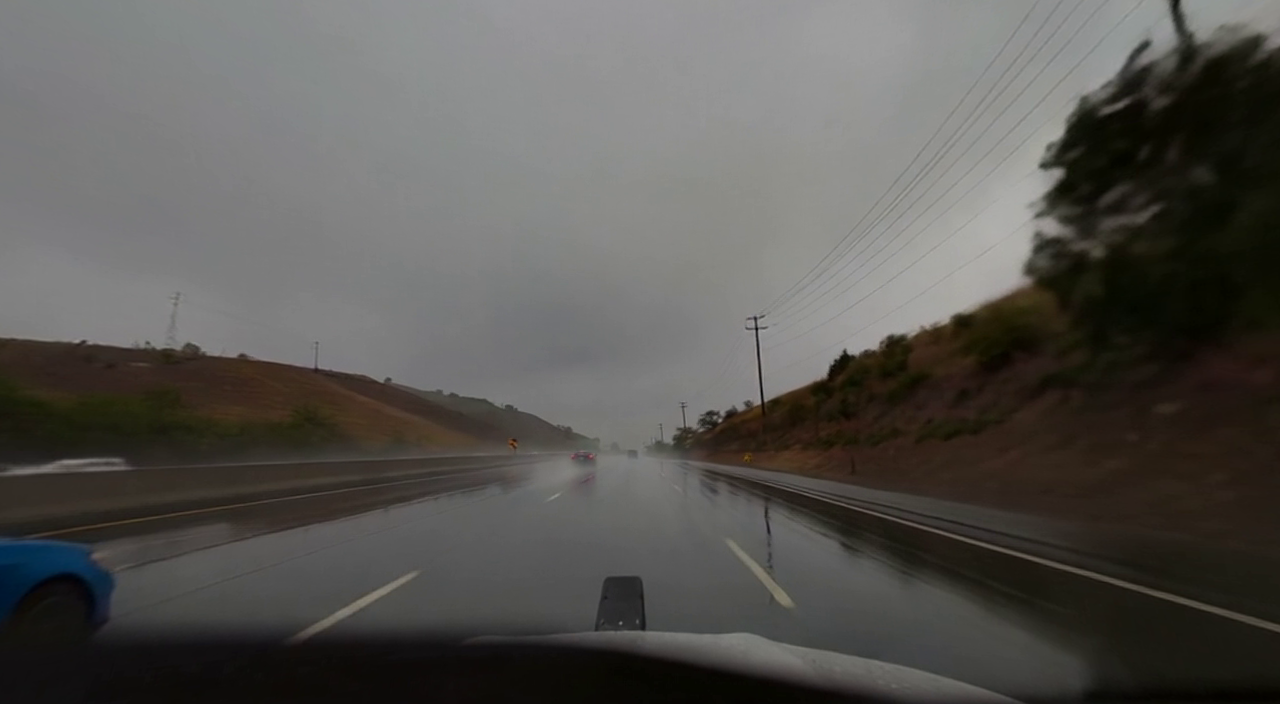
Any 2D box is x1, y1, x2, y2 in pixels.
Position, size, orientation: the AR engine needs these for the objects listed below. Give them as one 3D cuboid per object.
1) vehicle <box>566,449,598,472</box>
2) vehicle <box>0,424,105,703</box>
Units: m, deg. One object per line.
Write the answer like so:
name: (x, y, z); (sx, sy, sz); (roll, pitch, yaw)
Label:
vehicle: (-4.134, 7.775, 45.464); (1.924, 1.511, 4.079); (0, -9, 0)
vehicle: (-4.190, 0.816, 1.168); (2.064, 1.489, 4.966); (0, -9, 0)
